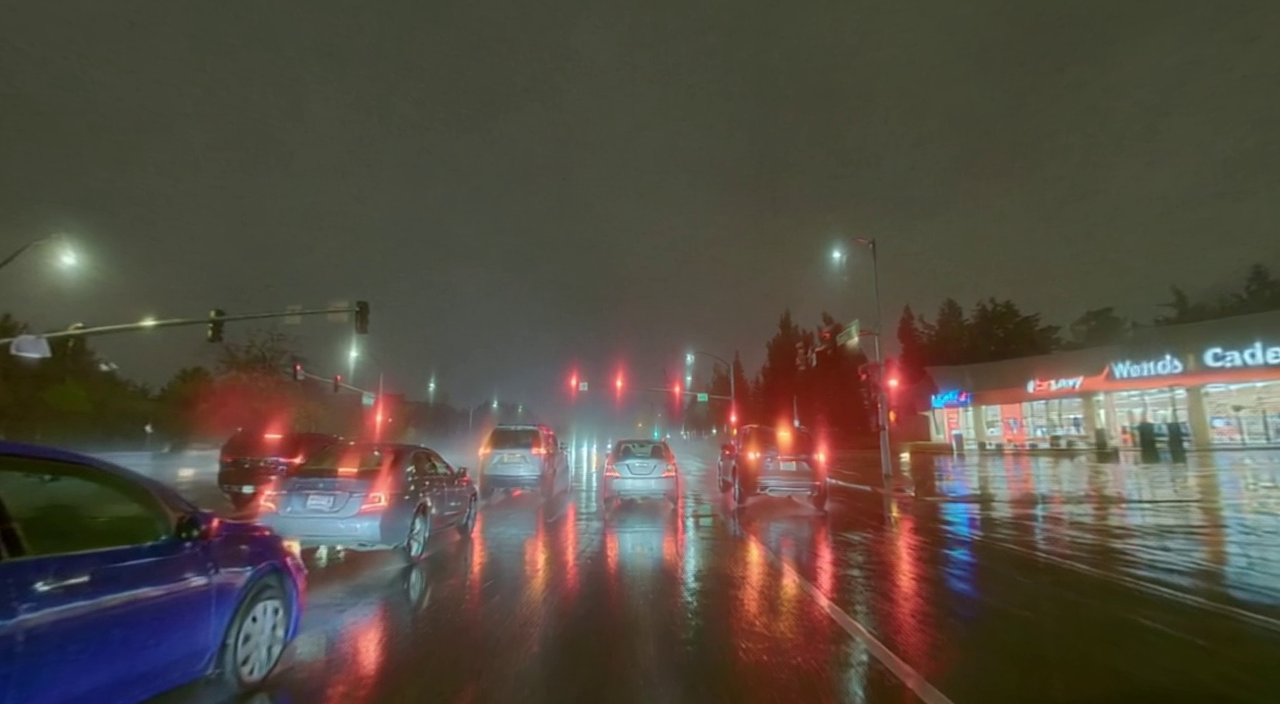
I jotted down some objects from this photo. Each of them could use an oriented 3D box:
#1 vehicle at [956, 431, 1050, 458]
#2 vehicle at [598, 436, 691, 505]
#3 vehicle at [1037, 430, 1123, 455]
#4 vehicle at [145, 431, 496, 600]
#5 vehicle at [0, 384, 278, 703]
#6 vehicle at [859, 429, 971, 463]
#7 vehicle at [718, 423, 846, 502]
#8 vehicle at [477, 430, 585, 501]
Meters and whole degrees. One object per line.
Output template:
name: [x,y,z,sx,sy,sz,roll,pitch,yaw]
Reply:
vehicle: [23.353,5.974,40.673,4.781,1.700,1.986,0,-9,1]
vehicle: [0.142,2.913,15.835,2.032,1.499,3.994,0,-9,1]
vehicle: [30.588,6.347,43.857,4.432,1.680,1.932,0,-9,2]
vehicle: [-3.335,1.785,7.810,2.014,1.472,4.357,0,-9,1]
vehicle: [-3.077,0.698,0.816,2.249,1.517,4.951,0,-9,0]
vehicle: [15.724,5.462,36.299,5.504,1.821,2.173,-3,-9,13]
vehicle: [3.348,2.734,15.871,2.076,1.691,4.402,0,-9,-2]
vehicle: [-2.825,3.080,17.360,2.072,1.694,4.070,0,-9,2]
